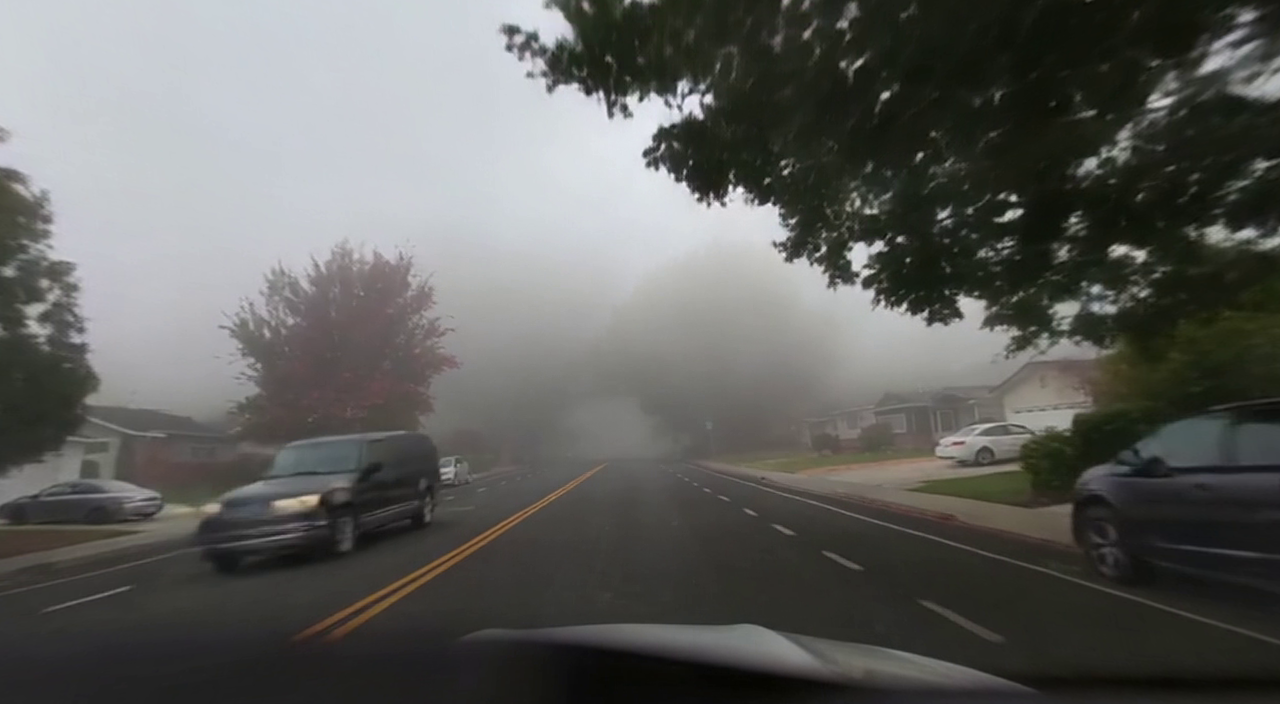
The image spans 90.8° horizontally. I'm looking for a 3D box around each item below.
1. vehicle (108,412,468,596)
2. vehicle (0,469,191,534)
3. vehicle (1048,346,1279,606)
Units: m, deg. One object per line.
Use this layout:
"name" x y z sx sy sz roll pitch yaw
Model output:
"vehicle" -4.271 1.925 9.039 2.151 1.830 5.172 0 -9 0
"vehicle" -15.090 3.993 17.089 4.353 1.467 1.931 -1 -8 -3
"vehicle" 6.129 0.962 4.871 2.205 2.020 5.634 0 -9 1
